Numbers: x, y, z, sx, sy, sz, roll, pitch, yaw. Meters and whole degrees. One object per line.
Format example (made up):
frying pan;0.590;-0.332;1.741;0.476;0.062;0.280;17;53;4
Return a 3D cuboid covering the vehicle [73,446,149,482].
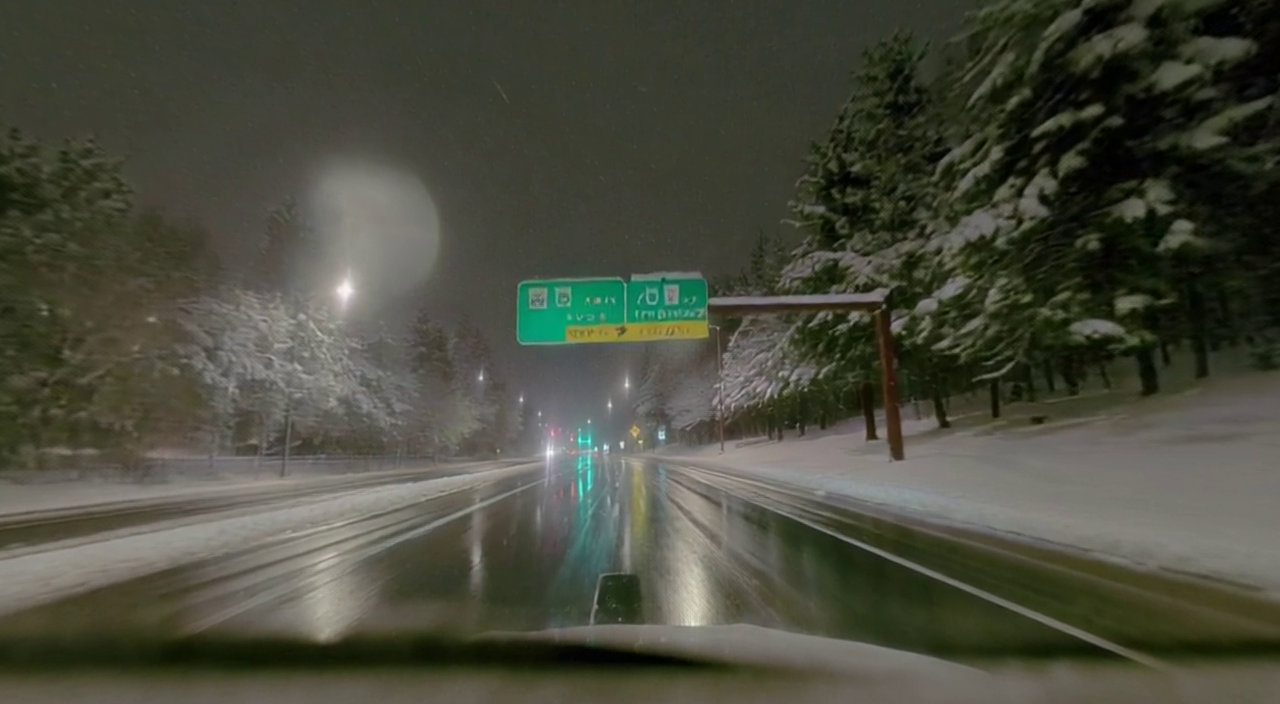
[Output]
vehicle;-24.023;5.052;28.409;3.857;1.479;1.711;-7;-11;37

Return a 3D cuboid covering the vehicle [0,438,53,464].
vehicle;-39.547;6.352;40.361;3.659;1.512;1.701;-4;-9;36
